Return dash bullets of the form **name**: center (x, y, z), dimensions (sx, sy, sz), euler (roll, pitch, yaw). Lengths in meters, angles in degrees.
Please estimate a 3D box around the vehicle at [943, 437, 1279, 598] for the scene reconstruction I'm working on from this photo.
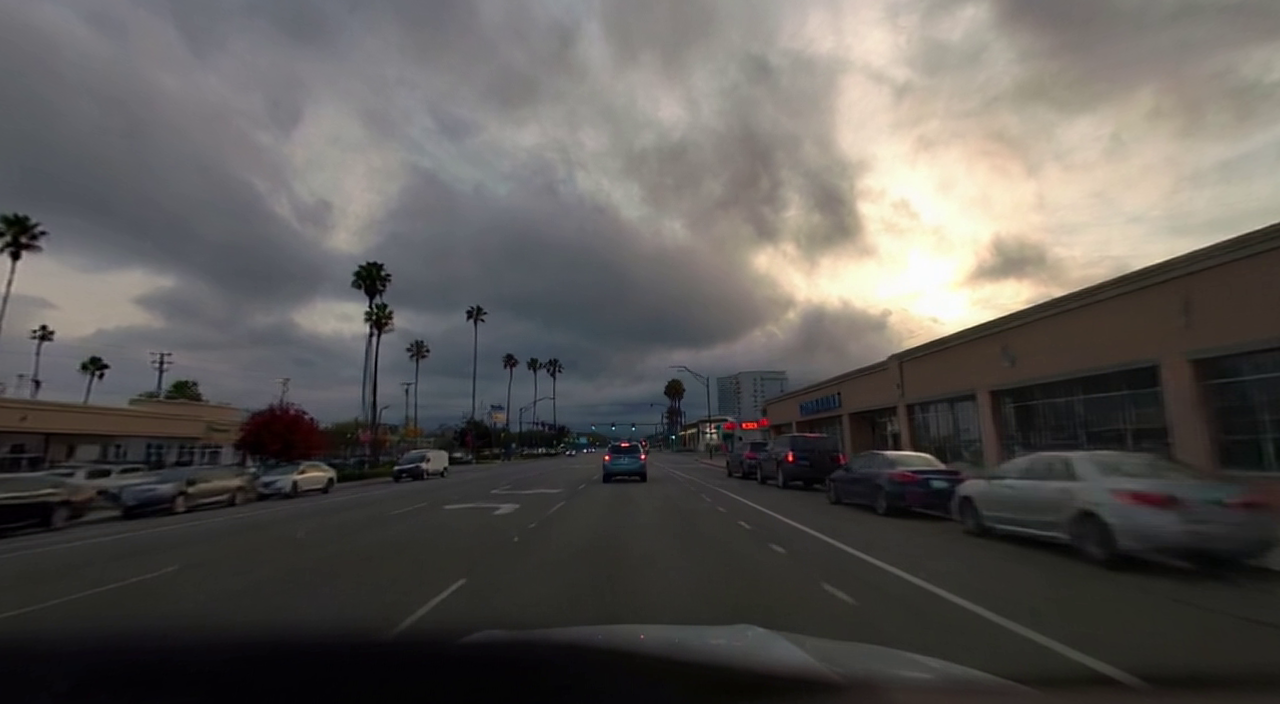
- **vehicle**: center (5.914, 1.861, 8.119), dimensions (1.727, 1.456, 4.569), euler (0, -8, 0)

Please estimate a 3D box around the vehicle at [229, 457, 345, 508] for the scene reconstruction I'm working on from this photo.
- **vehicle**: center (-13.363, 4.929, 24.215), dimensions (1.914, 1.489, 4.523), euler (-4, -8, 0)

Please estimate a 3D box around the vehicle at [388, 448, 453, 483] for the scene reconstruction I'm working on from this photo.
- **vehicle**: center (-13.516, 6.974, 39.065), dimensions (2.296, 1.847, 4.856), euler (-4, -8, -1)

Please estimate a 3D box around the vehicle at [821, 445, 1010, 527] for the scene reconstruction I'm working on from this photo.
- **vehicle**: center (5.571, 2.730, 13.575), dimensions (1.805, 1.429, 4.911), euler (0, -8, -1)

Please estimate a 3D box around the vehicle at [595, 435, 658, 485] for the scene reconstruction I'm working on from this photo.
- **vehicle**: center (-0.485, 4.185, 24.696), dimensions (2.239, 1.763, 4.096), euler (0, -8, 0)

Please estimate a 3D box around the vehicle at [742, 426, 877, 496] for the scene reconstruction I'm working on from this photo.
- **vehicle**: center (5.416, 3.616, 21.358), dimensions (2.568, 1.974, 6.203), euler (0, -8, -3)

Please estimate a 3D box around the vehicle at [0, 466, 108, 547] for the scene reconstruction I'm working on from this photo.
- **vehicle**: center (-13.086, 3.056, 12.111), dimensions (1.804, 1.441, 4.534), euler (-4, -8, 0)

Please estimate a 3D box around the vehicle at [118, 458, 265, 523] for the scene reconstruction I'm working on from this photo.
- **vehicle**: center (-13.252, 4.066, 18.900), dimensions (1.774, 1.522, 3.699), euler (-4, -8, -2)
